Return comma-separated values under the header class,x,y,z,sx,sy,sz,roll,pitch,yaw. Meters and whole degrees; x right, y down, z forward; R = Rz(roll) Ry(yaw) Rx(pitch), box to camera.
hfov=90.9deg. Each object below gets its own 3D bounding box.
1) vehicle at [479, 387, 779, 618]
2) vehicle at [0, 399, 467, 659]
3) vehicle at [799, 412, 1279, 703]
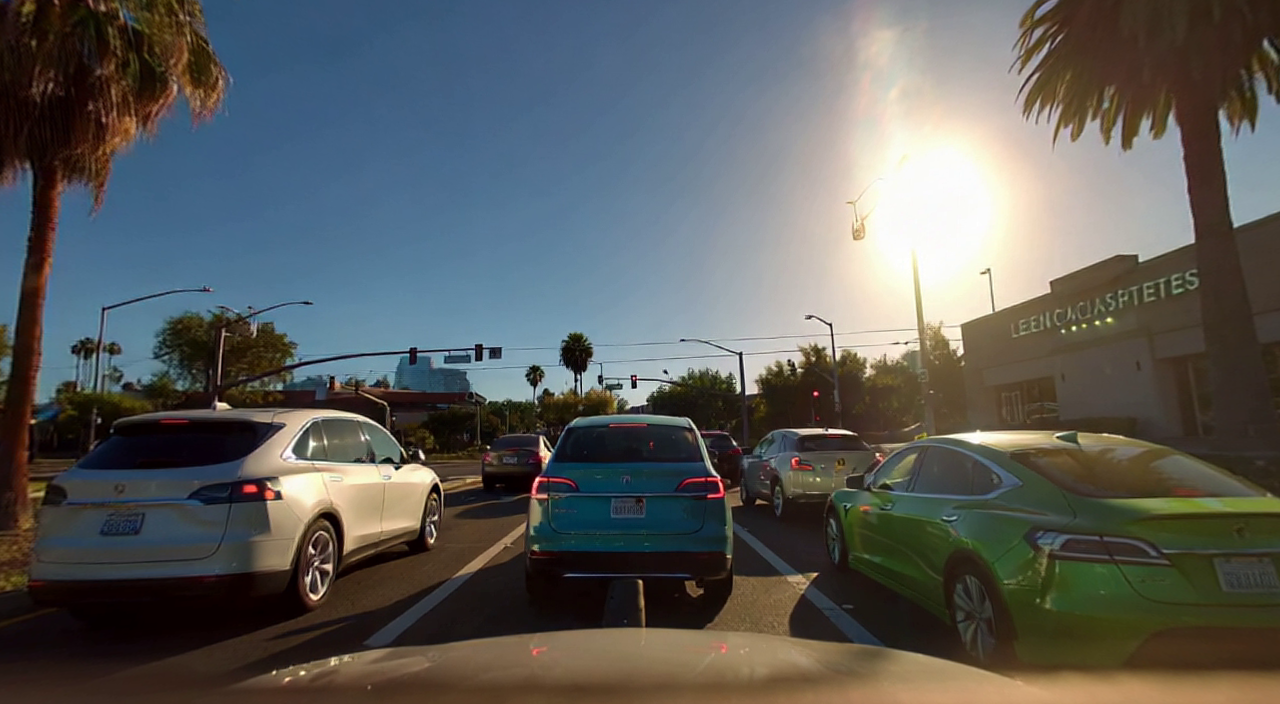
class,x,y,z,sx,sy,sz,roll,pitch,yaw
vehicle,-0.139,1.465,7.070,2.280,1.747,4.361,0,-8,-2
vehicle,-3.352,1.385,6.053,2.014,1.534,4.455,0,-8,1
vehicle,2.968,1.370,5.257,2.017,1.491,4.611,0,-8,-1
